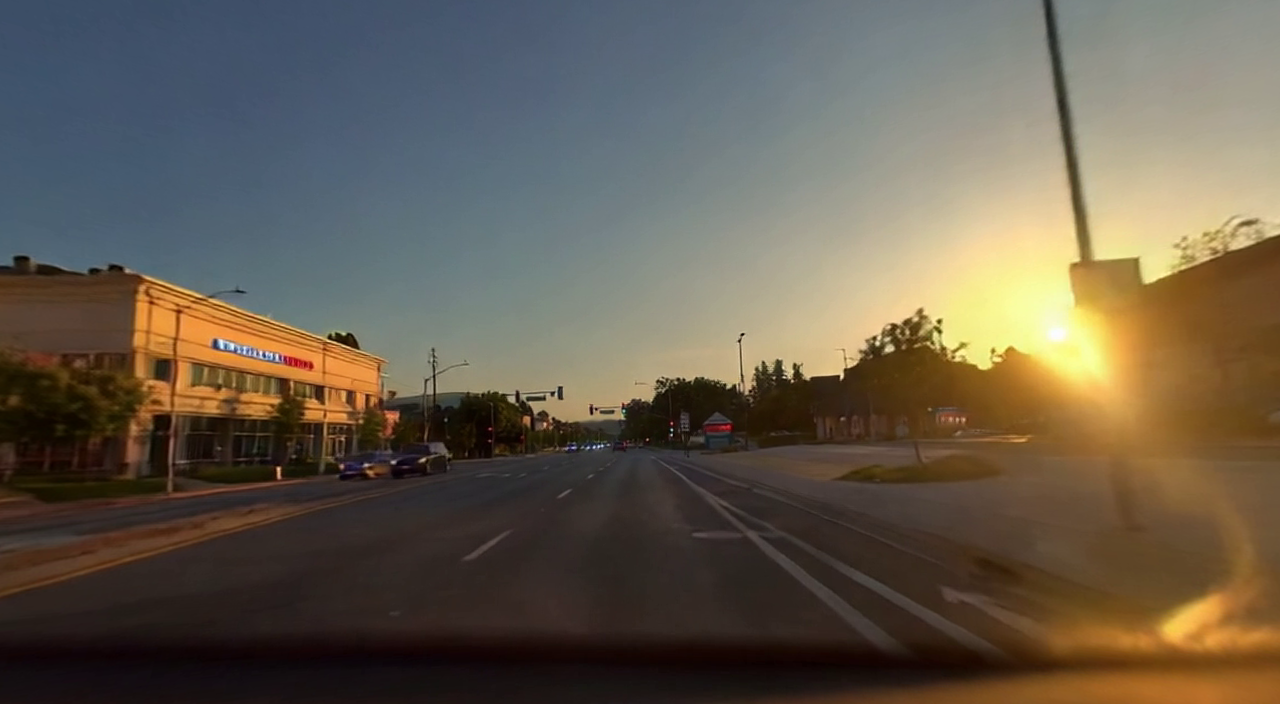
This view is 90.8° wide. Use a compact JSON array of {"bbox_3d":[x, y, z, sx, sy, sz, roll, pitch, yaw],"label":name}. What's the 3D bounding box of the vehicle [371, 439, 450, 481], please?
[{"bbox_3d":[-10.415,4.917,29.011,2.026,1.577,4.334,-4,-9,-1],"label":"vehicle"}]
